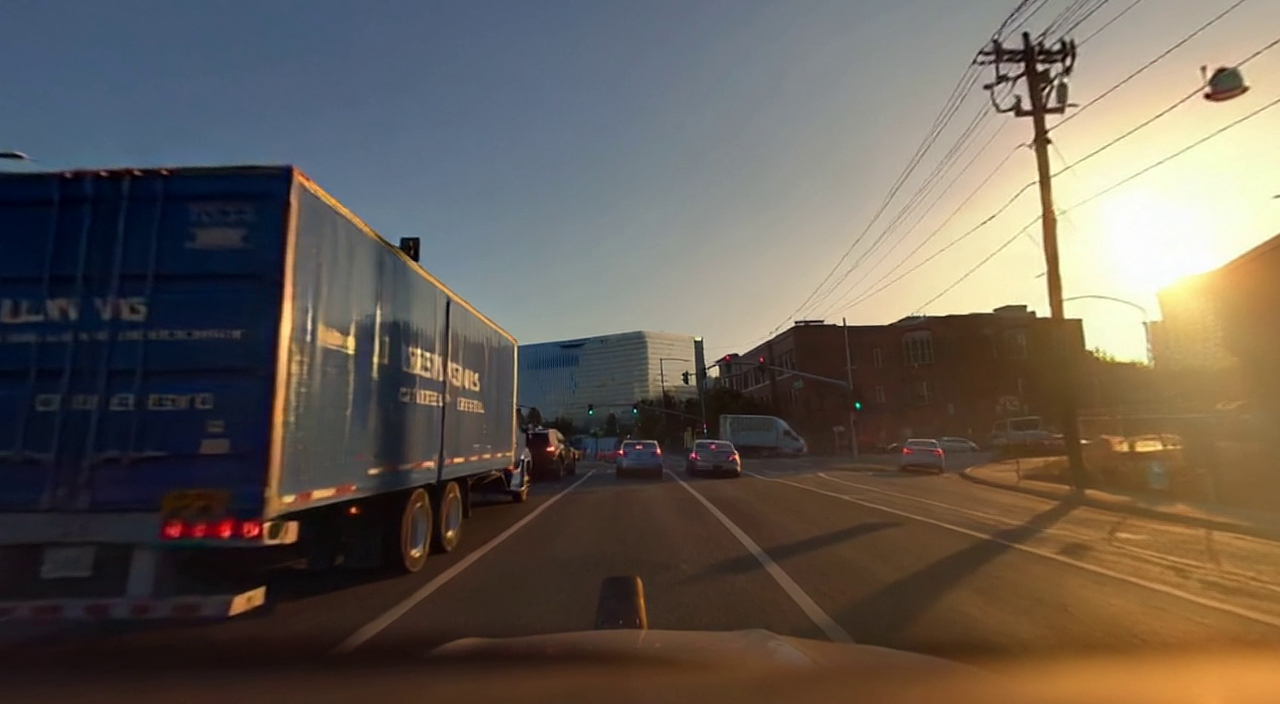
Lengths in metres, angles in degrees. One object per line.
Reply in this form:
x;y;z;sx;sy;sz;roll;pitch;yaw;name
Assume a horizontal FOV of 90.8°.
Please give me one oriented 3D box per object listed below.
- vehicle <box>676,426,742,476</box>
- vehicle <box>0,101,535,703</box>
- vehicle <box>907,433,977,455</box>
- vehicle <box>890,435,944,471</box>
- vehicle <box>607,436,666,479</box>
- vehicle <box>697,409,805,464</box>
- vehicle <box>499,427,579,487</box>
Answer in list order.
2.722;4.054;26.010;2.086;1.849;4.607;0;-8;-2;vehicle
-3.418;0.758;7.612;2.889;3.347;8.285;0;-8;0;vehicle
23.729;7.238;49.664;5.208;1.624;1.927;3;-9;-24;vehicle
14.026;5.045;31.863;2.102;1.662;4.533;-4;-9;27;vehicle
-0.167;4.045;24.545;2.117;1.499;4.036;0;-8;-1;vehicle
7.475;5.689;42.647;6.670;3.450;2.666;3;-9;-22;vehicle
-3.286;3.531;21.514;1.994;1.806;4.564;0;-8;0;vehicle
